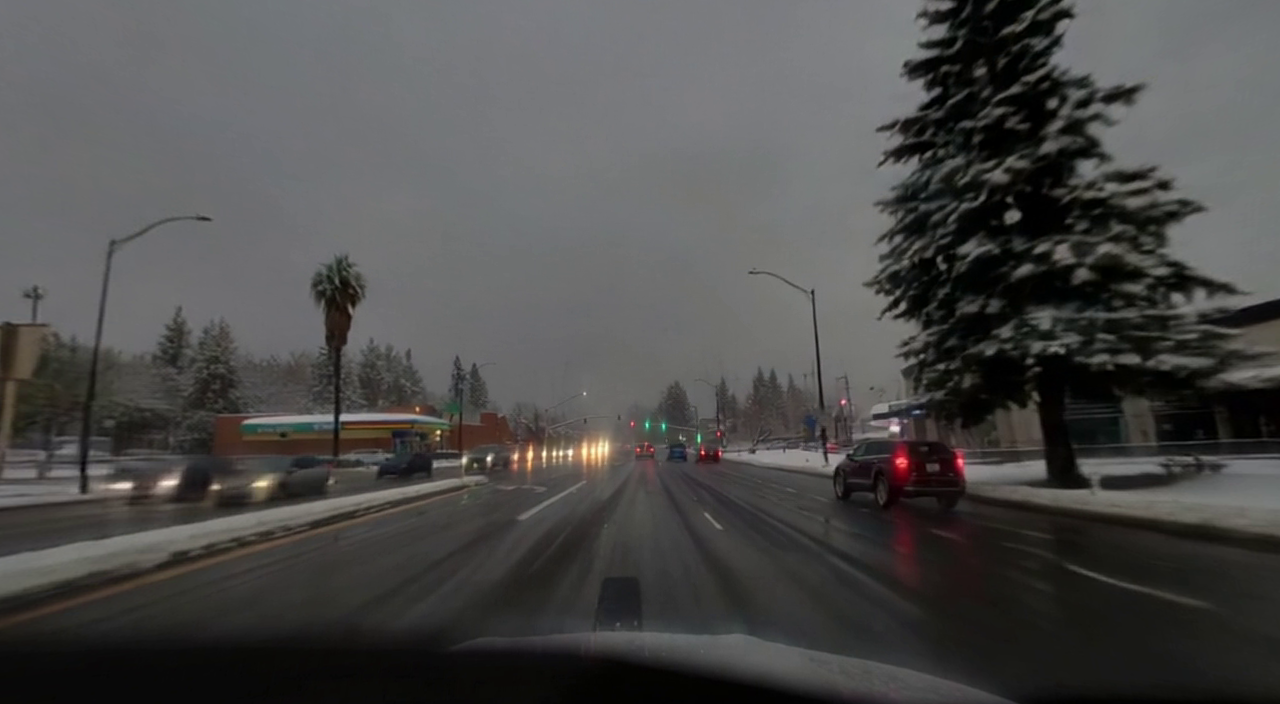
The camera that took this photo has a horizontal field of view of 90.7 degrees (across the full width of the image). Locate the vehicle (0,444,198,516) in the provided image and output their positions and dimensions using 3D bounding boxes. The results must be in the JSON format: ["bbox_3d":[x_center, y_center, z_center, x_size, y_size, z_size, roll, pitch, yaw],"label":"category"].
[{"bbox_3d":[-16.312,3.691,18.921,2.183,1.814,5.403,-1,-9,1],"label":"vehicle"}]

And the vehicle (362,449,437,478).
[{"bbox_3d":[-13.546,6.286,36.023,2.098,1.478,4.928,-1,-9,4],"label":"vehicle"}]

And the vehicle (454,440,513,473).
[{"bbox_3d":[-9.118,6.105,37.298,2.042,1.782,4.919,-1,-9,2],"label":"vehicle"}]

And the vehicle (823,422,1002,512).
[{"bbox_3d":[6.262,2.715,15.375,2.066,1.807,4.893,0,-9,-1],"label":"vehicle"}]

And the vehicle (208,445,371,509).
[{"bbox_3d":[-9.242,3.288,17.181,1.891,1.473,4.297,0,-9,1],"label":"vehicle"}]

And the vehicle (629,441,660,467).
[{"bbox_3d":[0.348,7.508,46.749,2.177,1.754,3.815,0,-9,1],"label":"vehicle"}]
